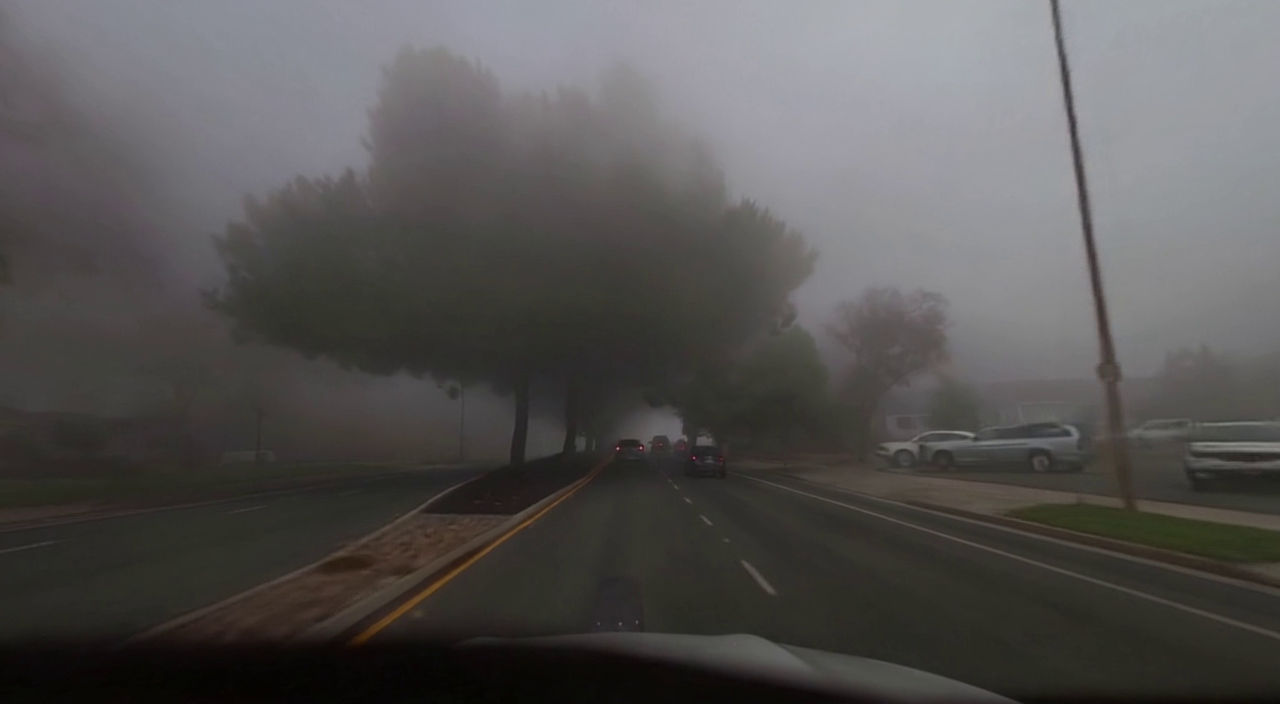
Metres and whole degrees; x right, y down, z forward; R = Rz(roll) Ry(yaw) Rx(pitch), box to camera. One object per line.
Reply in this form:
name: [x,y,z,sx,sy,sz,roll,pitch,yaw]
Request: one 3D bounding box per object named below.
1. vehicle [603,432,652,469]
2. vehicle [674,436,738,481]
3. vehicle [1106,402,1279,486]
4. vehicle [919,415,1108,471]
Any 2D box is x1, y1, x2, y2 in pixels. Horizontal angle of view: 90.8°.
vehicle: [-0.699,5.365,34.515,2.488,1.881,4.814,0,-8,-1]
vehicle: [2.486,4.153,24.917,2.003,1.614,4.072,0,-8,-1]
vehicle: [11.196,1.739,11.925,1.799,1.431,3.486,8,-12,-44]
vehicle: [11.330,2.798,19.394,4.557,1.509,1.971,-8,-11,42]
